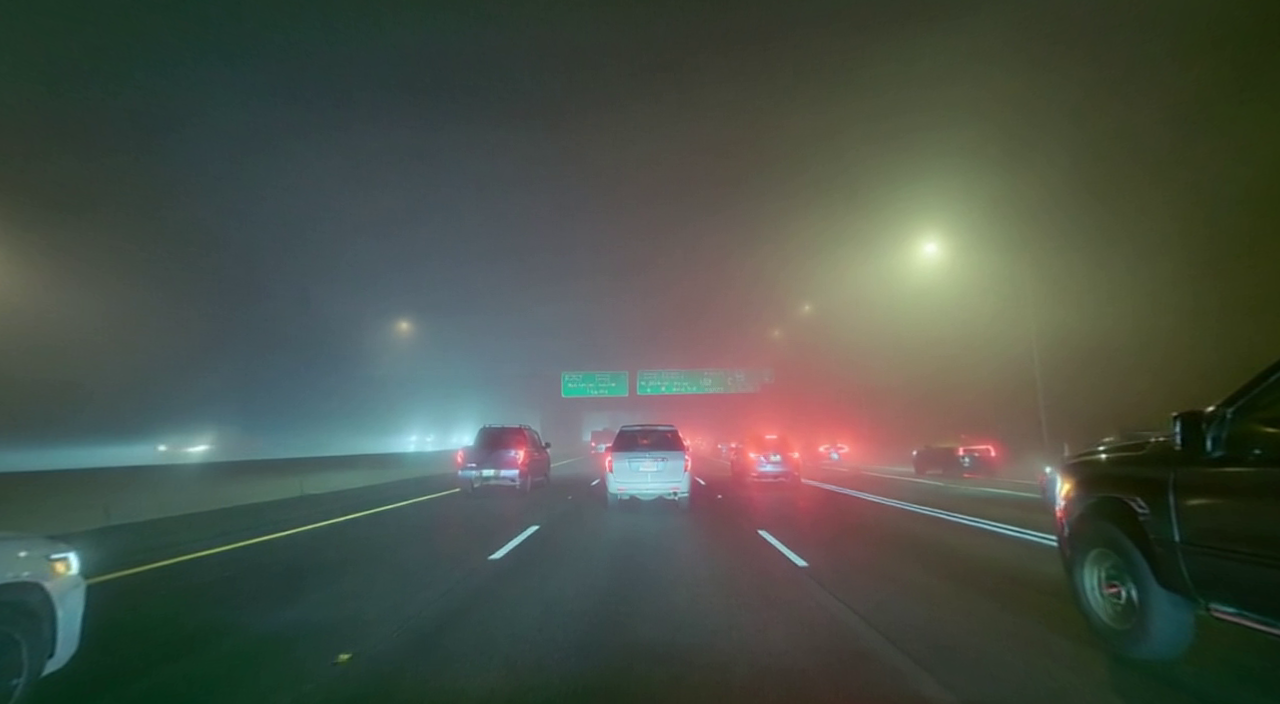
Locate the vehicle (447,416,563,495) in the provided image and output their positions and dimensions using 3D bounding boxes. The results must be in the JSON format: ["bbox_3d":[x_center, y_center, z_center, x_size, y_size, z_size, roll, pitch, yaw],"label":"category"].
[{"bbox_3d":[-4.055,3.259,20.178,2.212,2.101,6.052,0,-9,1],"label":"vehicle"}]

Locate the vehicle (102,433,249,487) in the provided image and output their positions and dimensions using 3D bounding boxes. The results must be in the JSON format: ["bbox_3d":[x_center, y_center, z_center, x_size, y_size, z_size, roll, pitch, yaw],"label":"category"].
[{"bbox_3d":[-18.416,4.292,25.346,2.090,1.916,4.843,0,-8,1],"label":"vehicle"}]

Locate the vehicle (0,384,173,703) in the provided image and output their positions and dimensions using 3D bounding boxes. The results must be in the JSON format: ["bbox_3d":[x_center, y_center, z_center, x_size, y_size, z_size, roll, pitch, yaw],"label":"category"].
[{"bbox_3d":[-3.749,0.706,1.197,2.014,1.579,4.761,0,-9,1],"label":"vehicle"}]

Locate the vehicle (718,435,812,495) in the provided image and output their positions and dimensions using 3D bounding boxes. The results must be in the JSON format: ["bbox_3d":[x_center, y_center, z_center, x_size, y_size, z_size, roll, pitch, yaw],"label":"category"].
[{"bbox_3d":[3.719,3.458,19.687,2.022,1.633,4.651,0,-8,0],"label":"vehicle"}]

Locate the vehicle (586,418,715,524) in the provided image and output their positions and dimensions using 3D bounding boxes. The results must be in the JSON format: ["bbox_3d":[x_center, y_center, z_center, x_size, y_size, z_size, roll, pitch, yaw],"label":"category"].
[{"bbox_3d":[0.219,2.337,12.850,2.181,1.756,4.167,0,-9,1],"label":"vehicle"}]

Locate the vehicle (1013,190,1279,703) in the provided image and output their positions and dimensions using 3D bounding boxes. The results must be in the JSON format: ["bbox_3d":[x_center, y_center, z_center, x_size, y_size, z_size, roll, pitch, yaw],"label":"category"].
[{"bbox_3d":[3.548,0.367,1.313,2.300,2.242,5.327,0,-9,1],"label":"vehicle"}]

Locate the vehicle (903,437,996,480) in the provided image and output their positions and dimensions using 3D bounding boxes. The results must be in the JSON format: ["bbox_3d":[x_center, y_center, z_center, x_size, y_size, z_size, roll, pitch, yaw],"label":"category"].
[{"bbox_3d":[13.856,4.782,28.513,2.085,1.754,4.466,0,-9,3],"label":"vehicle"}]
